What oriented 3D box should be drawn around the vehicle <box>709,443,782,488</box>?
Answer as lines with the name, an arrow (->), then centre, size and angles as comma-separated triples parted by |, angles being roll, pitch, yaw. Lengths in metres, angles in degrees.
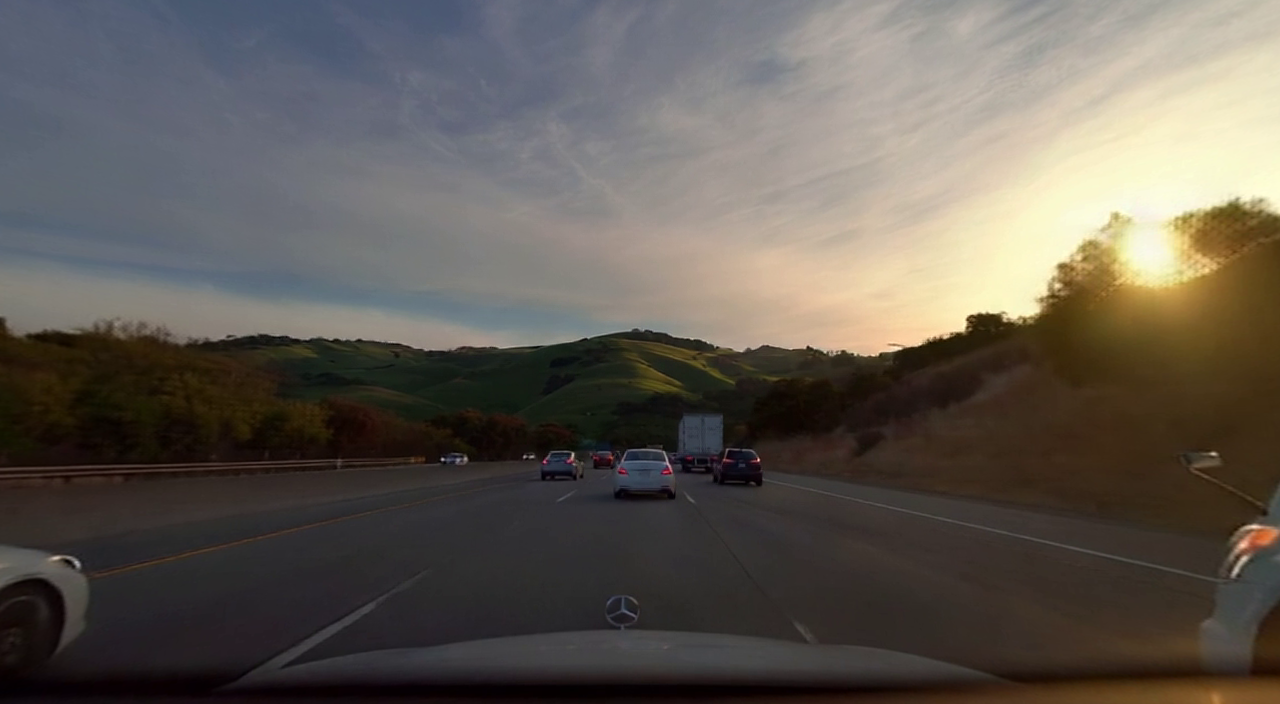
vehicle -> 4.048, 4.460, 25.035 | 2.029, 1.579, 4.484 | 0, -9, -1

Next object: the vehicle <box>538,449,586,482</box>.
vehicle -> -3.787, 5.579, 31.214 | 1.848, 1.486, 3.832 | 0, -9, 1

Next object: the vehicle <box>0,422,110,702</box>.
vehicle -> -4.450, 0.891, 1.835 | 1.920, 1.506, 4.454 | 0, -9, 0

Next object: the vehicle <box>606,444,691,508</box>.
vehicle -> 0.217, 3.254, 16.912 | 2.041, 1.484, 3.535 | 0, -9, 0
